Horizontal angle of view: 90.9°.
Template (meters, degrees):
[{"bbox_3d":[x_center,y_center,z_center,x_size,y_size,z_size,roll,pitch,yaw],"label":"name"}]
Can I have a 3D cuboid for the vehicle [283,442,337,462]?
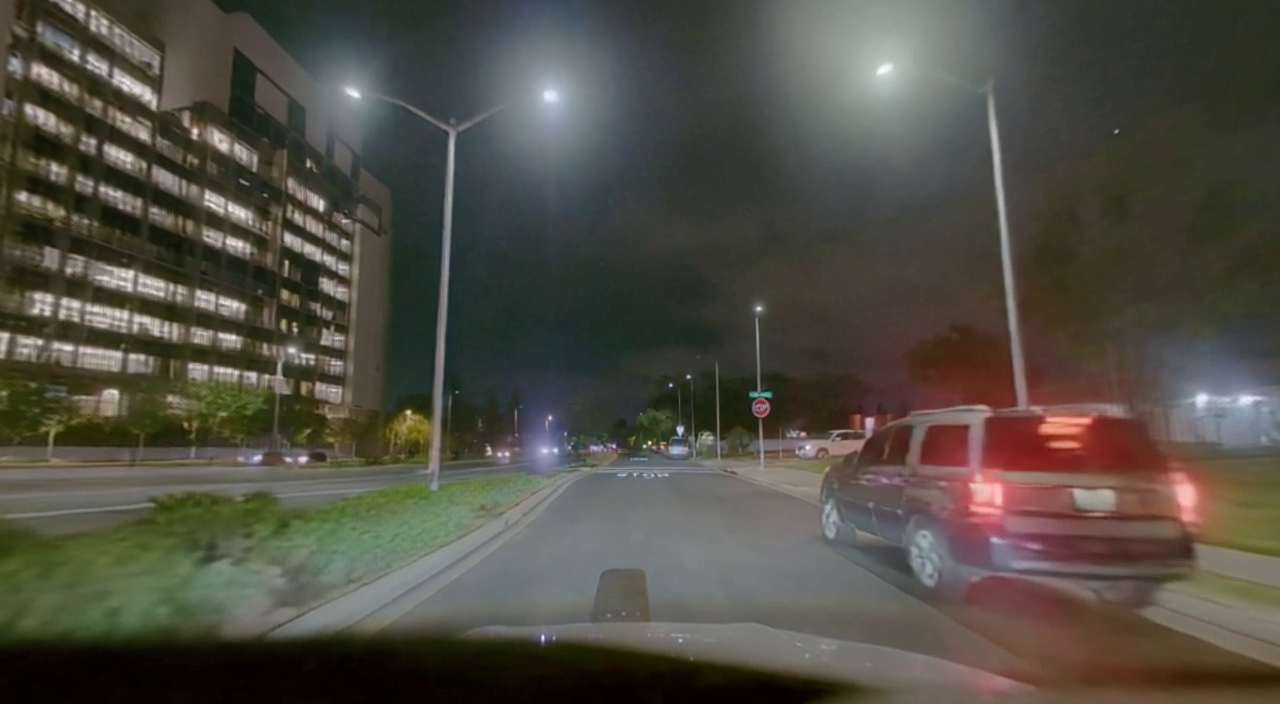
[{"bbox_3d":[-26.061,7.919,49.912,1.811,1.467,4.508,-1,-8,1],"label":"vehicle"}]

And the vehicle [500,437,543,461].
[{"bbox_3d":[-8.103,6.665,43.483,2.024,1.532,3.863,-1,-8,4],"label":"vehicle"}]

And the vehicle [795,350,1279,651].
[{"bbox_3d":[3.122,1.231,6.151,2.067,1.846,4.384,0,-8,0],"label":"vehicle"}]
